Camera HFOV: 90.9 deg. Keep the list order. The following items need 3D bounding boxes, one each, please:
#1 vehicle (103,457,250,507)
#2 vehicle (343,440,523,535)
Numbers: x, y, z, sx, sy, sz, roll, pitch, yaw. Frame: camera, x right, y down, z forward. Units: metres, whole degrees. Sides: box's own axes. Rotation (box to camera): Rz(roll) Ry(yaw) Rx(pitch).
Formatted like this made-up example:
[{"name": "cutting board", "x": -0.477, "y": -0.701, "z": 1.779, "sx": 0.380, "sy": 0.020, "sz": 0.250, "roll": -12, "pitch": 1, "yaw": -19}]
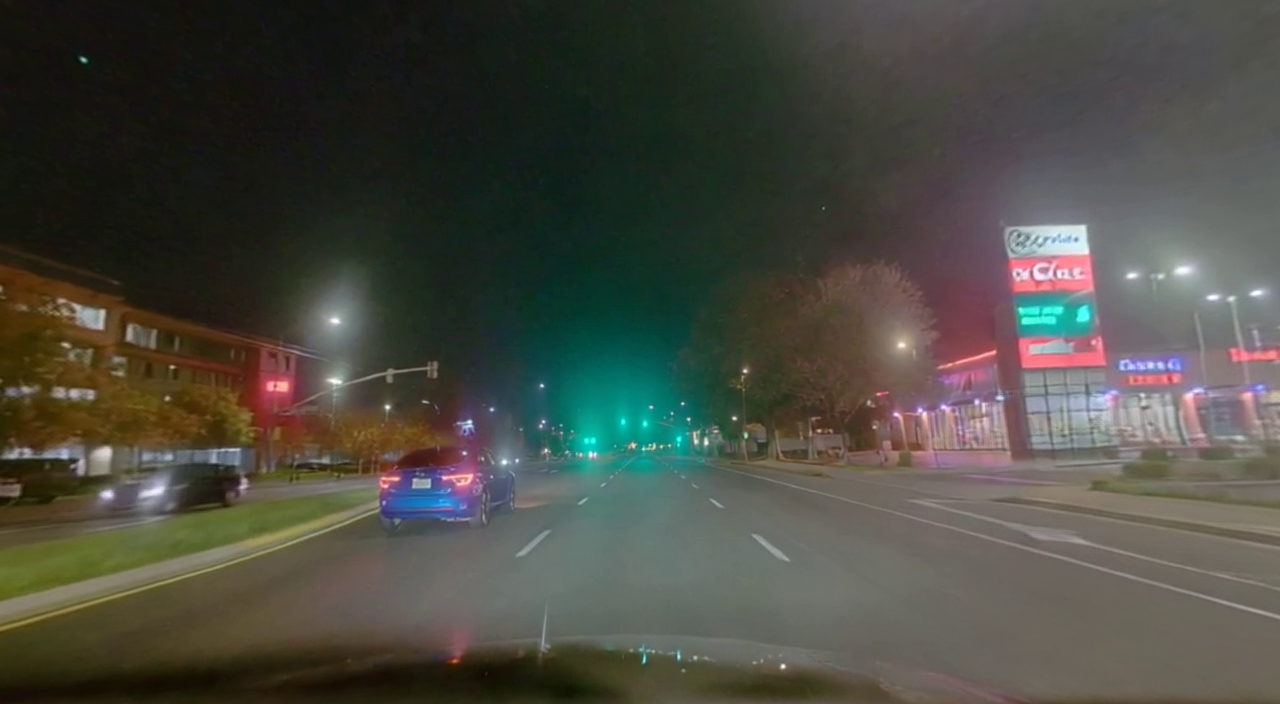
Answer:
[{"name": "vehicle", "x": -17.917, "y": 5.014, "z": 24.757, "sx": 2.116, "sy": 1.524, "sz": 4.800, "roll": -3, "pitch": -8, "yaw": 1}, {"name": "vehicle", "x": -3.711, "y": 2.476, "z": 12.325, "sx": 2.082, "sy": 1.460, "sz": 4.636, "roll": 0, "pitch": -8, "yaw": -2}]
